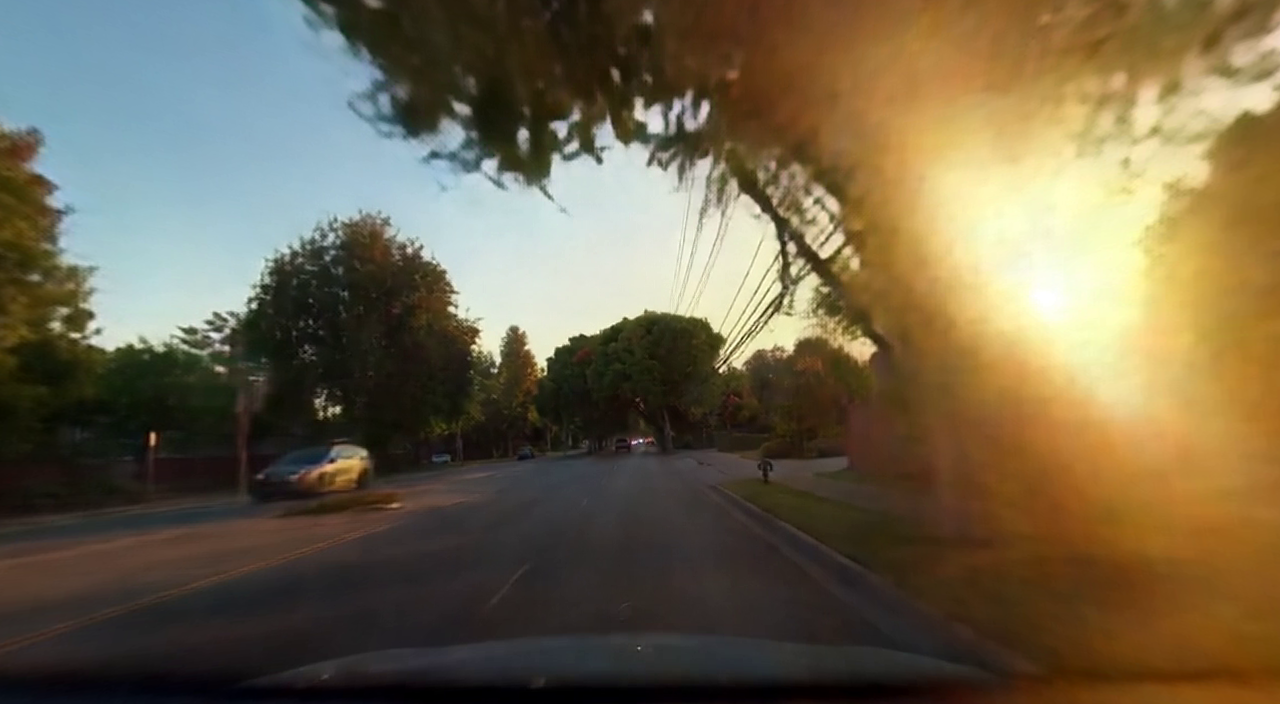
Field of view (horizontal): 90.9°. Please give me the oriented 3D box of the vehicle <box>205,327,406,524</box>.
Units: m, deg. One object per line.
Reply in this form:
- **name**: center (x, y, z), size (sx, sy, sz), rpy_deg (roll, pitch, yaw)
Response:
- **vehicle**: center (-6.957, 1.586, 13.659), size (2.365, 3.642, 3.374), rpy_deg (-3, -7, 2)
